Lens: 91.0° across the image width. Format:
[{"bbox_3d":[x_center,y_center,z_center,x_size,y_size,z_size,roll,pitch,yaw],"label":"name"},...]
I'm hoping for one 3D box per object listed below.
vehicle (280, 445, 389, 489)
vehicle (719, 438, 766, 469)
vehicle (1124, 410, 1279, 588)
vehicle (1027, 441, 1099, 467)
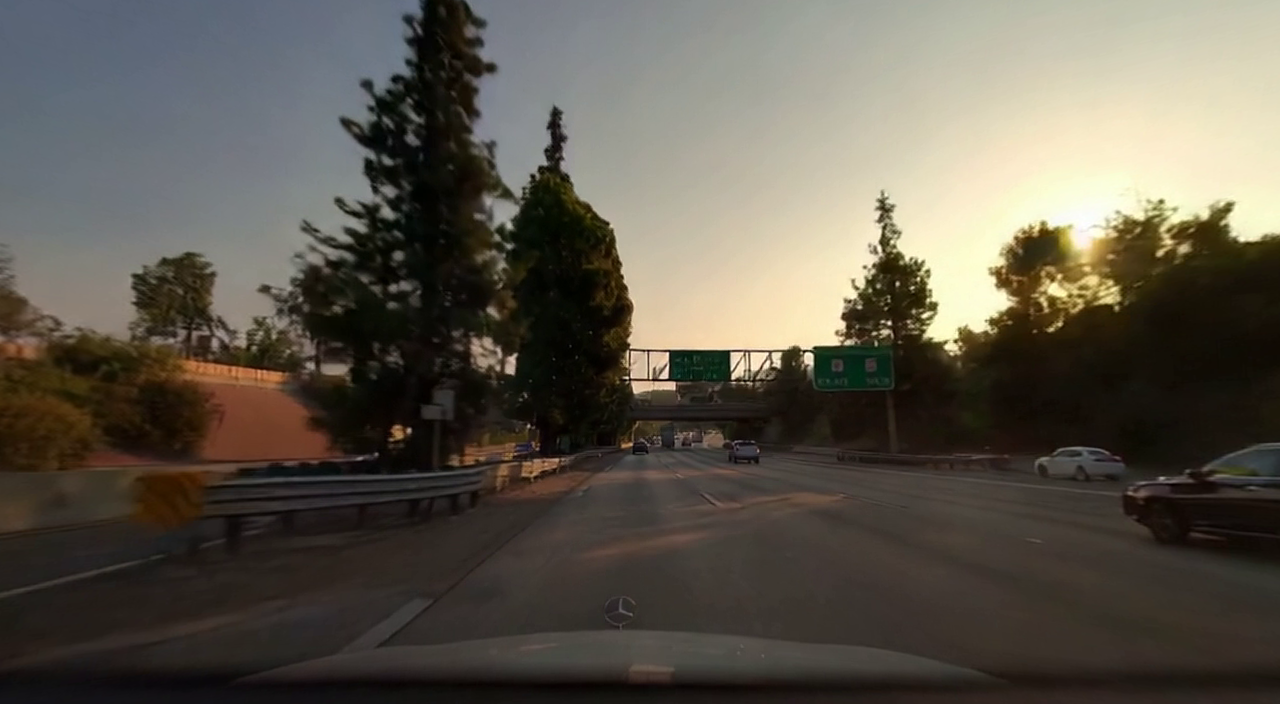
[{"bbox_3d":[-12.275,4.623,25.725,1.946,1.614,4.913,0,-8,0],"label":"vehicle"},{"bbox_3d":[5.916,5.901,36.642,2.035,1.704,3.867,0,-8,0],"label":"vehicle"},{"bbox_3d":[6.845,1.287,5.374,1.902,1.623,4.360,0,-8,0],"label":"vehicle"},{"bbox_3d":[28.260,6.792,42.258,1.961,1.641,4.335,-1,-8,3],"label":"vehicle"}]
